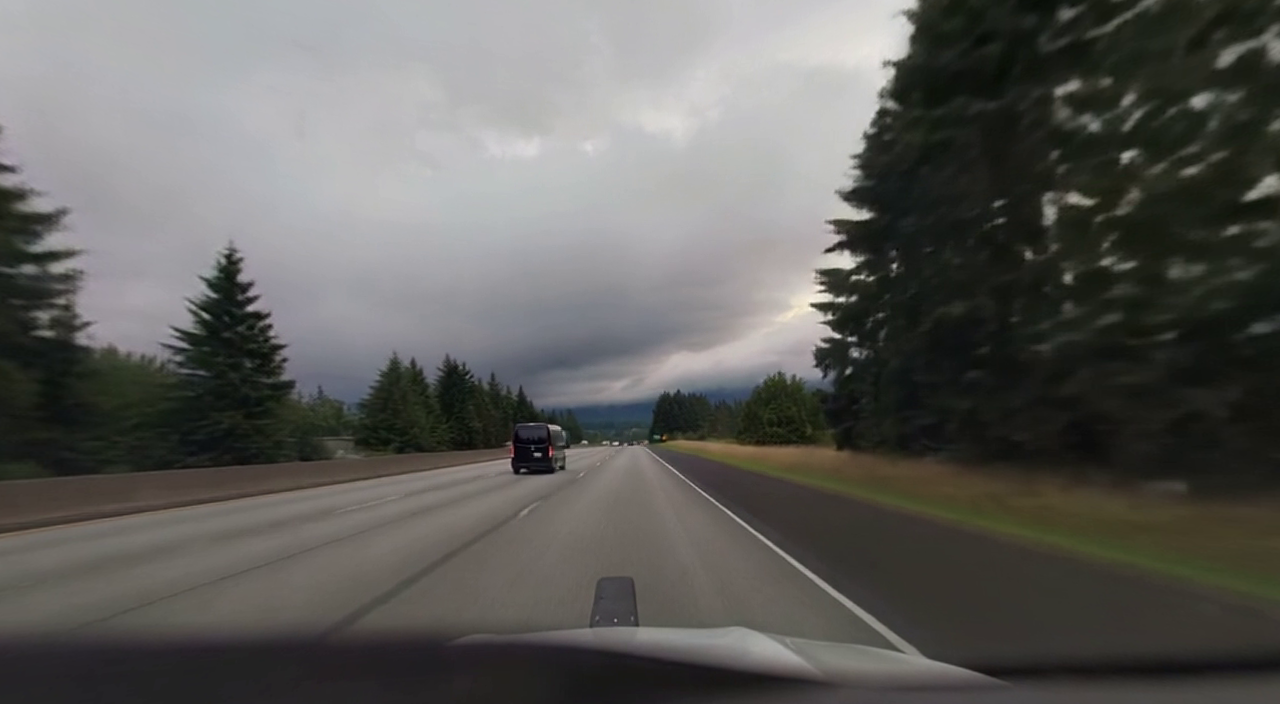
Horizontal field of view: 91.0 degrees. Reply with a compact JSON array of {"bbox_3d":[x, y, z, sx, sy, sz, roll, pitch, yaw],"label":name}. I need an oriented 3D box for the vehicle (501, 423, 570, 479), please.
[{"bbox_3d":[-4.094,3.956,25.442,1.976,2.029,4.737,-1,-8,0],"label":"vehicle"}]
